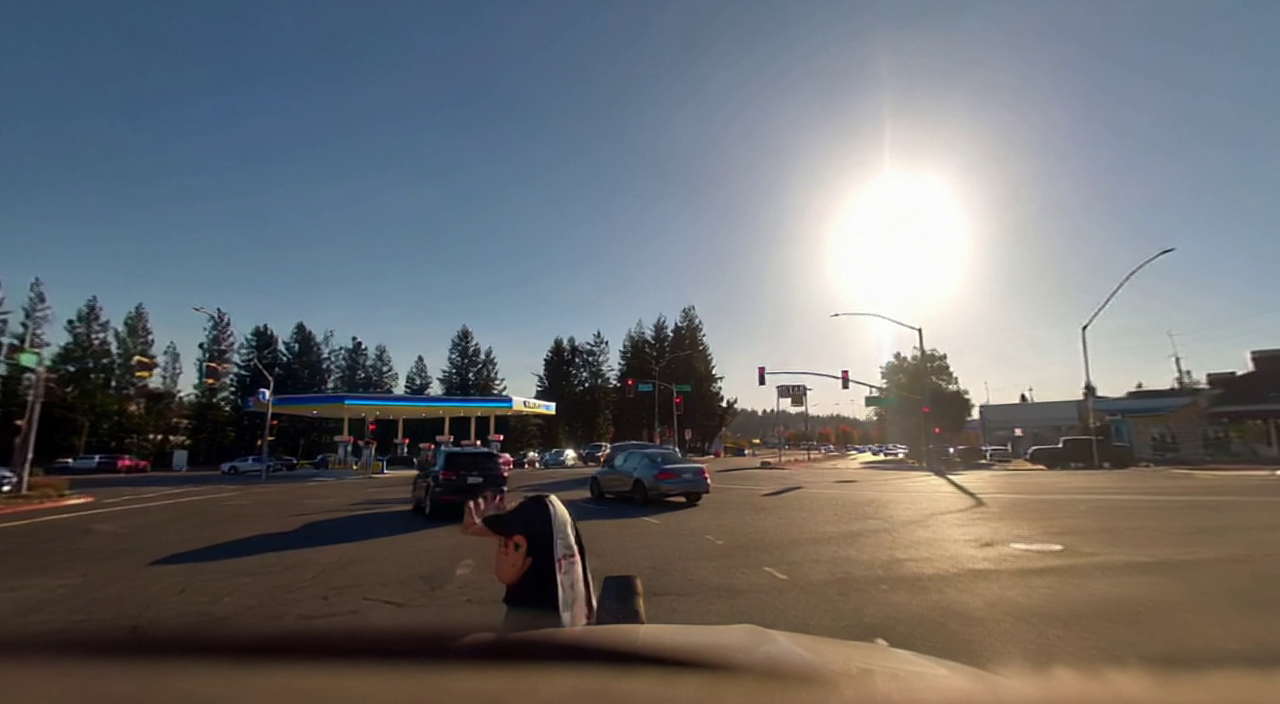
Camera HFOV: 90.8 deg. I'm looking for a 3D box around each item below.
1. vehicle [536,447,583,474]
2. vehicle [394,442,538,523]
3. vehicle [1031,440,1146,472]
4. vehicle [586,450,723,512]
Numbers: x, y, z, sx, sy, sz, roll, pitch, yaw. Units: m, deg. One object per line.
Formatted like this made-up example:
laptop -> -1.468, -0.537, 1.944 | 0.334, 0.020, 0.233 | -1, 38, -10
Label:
vehicle -> -6.004, 8.161, 47.961 | 2.517, 1.875, 5.774 | -1, -9, 3
vehicle -> -4.623, 3.213, 16.305 | 2.351, 1.733, 4.616 | 5, -10, -31
vehicle -> 26.237, 6.118, 37.183 | 4.952, 1.745, 2.184 | -3, -9, 15
vehicle -> 0.224, 3.514, 17.848 | 1.965, 1.460, 4.581 | 4, -10, -26
